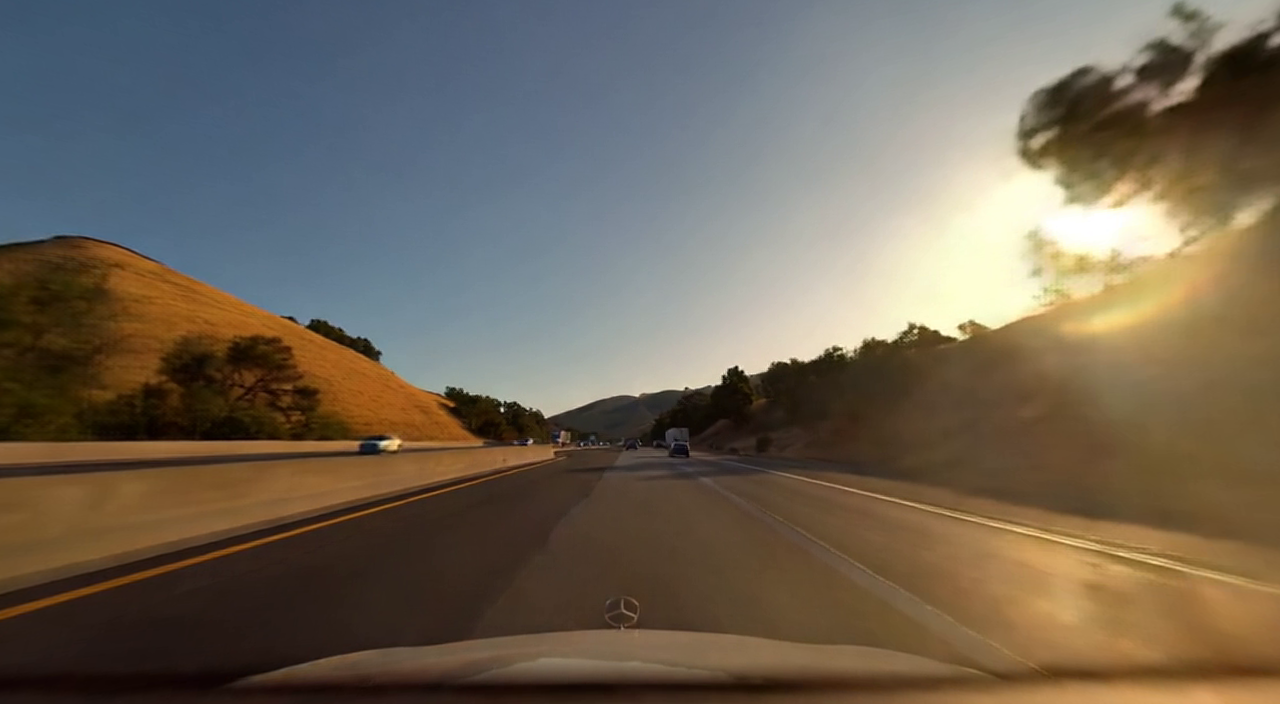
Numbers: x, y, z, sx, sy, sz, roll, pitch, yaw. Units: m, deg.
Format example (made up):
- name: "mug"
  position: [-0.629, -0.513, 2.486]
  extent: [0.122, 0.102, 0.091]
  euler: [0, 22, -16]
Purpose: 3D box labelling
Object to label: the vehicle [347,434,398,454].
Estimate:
- name: "vehicle"
  position: [-21.131, 7.273, 49.860]
  extent: [1.999, 1.472, 4.598]
  euler: [0, -8, 0]
